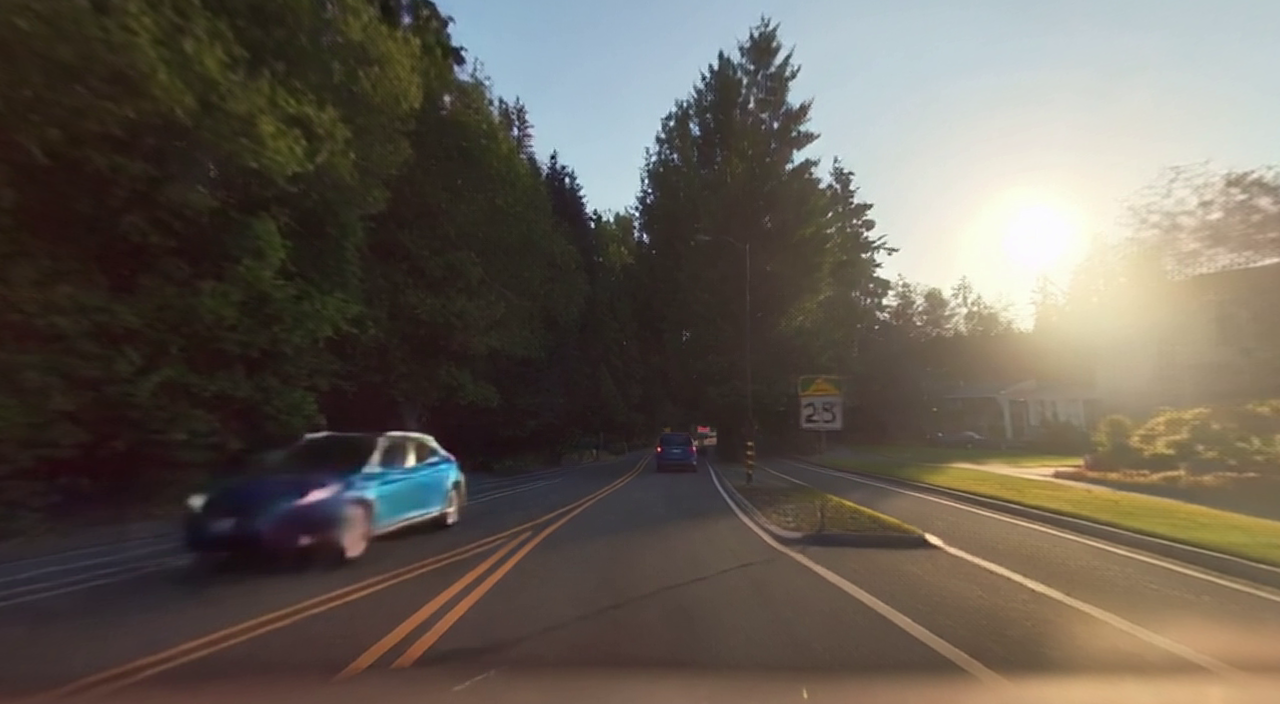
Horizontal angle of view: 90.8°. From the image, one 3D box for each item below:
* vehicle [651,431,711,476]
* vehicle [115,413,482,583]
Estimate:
[{"bbox_3d":[1.787,4.212,26.311,2.216,1.708,4.110,-1,-9,7],"label":"vehicle"},{"bbox_3d":[-4.063,1.798,8.673,2.087,1.677,4.467,-1,-9,8],"label":"vehicle"}]
